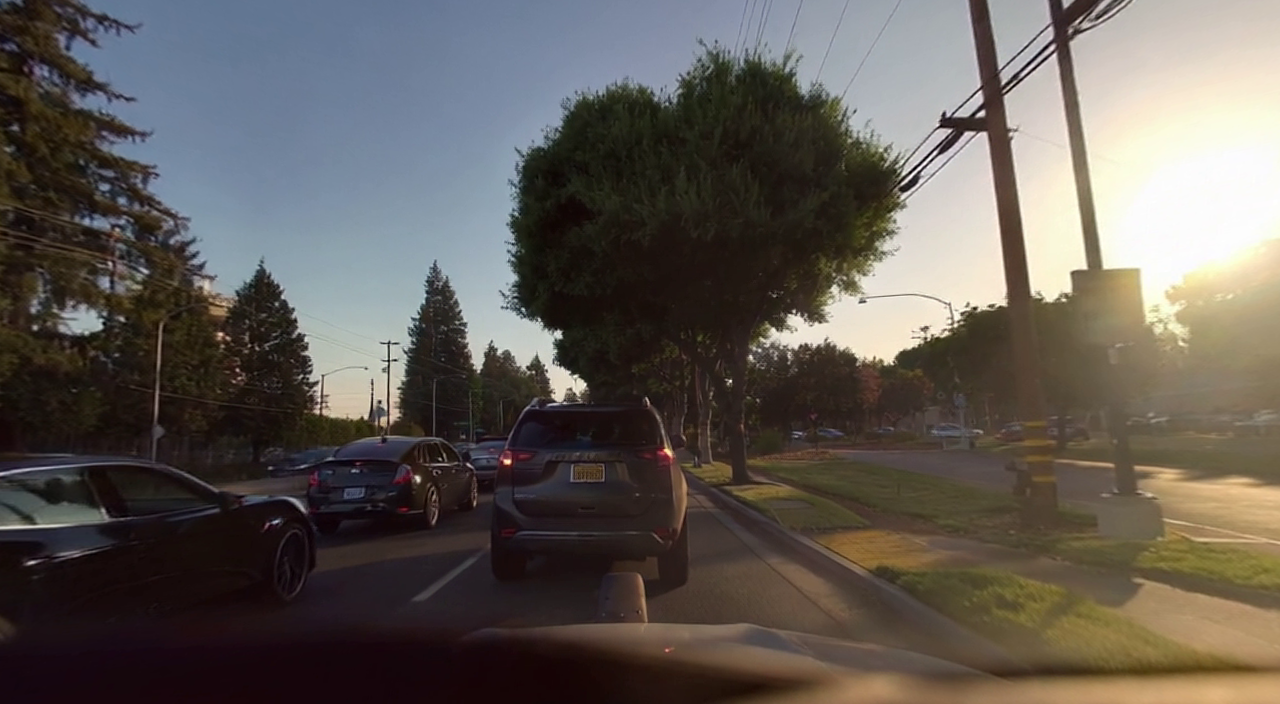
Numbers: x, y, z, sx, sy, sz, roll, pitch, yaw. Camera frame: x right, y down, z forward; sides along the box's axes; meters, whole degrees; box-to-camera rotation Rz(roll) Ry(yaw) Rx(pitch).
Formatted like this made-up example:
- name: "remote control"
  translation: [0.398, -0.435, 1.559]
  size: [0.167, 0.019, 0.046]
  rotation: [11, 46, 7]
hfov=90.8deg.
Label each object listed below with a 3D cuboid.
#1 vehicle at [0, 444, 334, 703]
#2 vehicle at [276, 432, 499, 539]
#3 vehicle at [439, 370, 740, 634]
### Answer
- name: "vehicle"
  translation: [-3.759, 1.175, 3.491]
  size: [1.865, 1.314, 4.461]
  rotation: [0, -8, 1]
- name: "vehicle"
  translation: [-4.052, 2.207, 11.151]
  size: [2.087, 1.485, 4.452]
  rotation: [0, -8, 0]
- name: "vehicle"
  translation: [-0.307, 1.289, 6.274]
  size: [2.012, 1.769, 3.897]
  rotation: [0, -8, 1]
